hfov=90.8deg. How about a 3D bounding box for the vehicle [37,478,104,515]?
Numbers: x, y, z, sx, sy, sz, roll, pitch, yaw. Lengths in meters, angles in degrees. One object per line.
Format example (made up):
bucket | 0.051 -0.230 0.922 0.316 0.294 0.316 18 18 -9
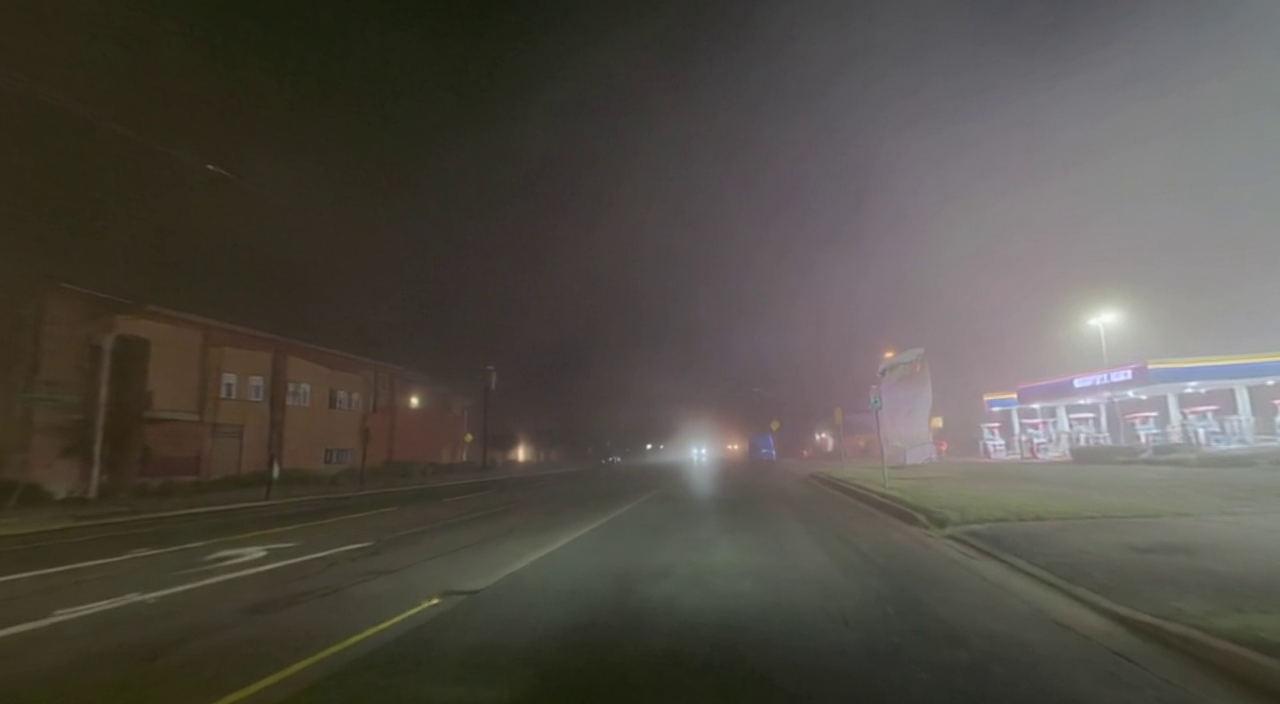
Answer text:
vehicle | -27.400 6.878 30.355 4.672 1.460 1.837 -9 -12 42

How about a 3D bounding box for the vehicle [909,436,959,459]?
vehicle | 19.418 6.356 41.884 1.919 1.411 4.440 -2 -9 10

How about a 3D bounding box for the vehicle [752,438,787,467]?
vehicle | 9.016 7.025 44.367 2.194 1.896 5.049 -2 -9 10
